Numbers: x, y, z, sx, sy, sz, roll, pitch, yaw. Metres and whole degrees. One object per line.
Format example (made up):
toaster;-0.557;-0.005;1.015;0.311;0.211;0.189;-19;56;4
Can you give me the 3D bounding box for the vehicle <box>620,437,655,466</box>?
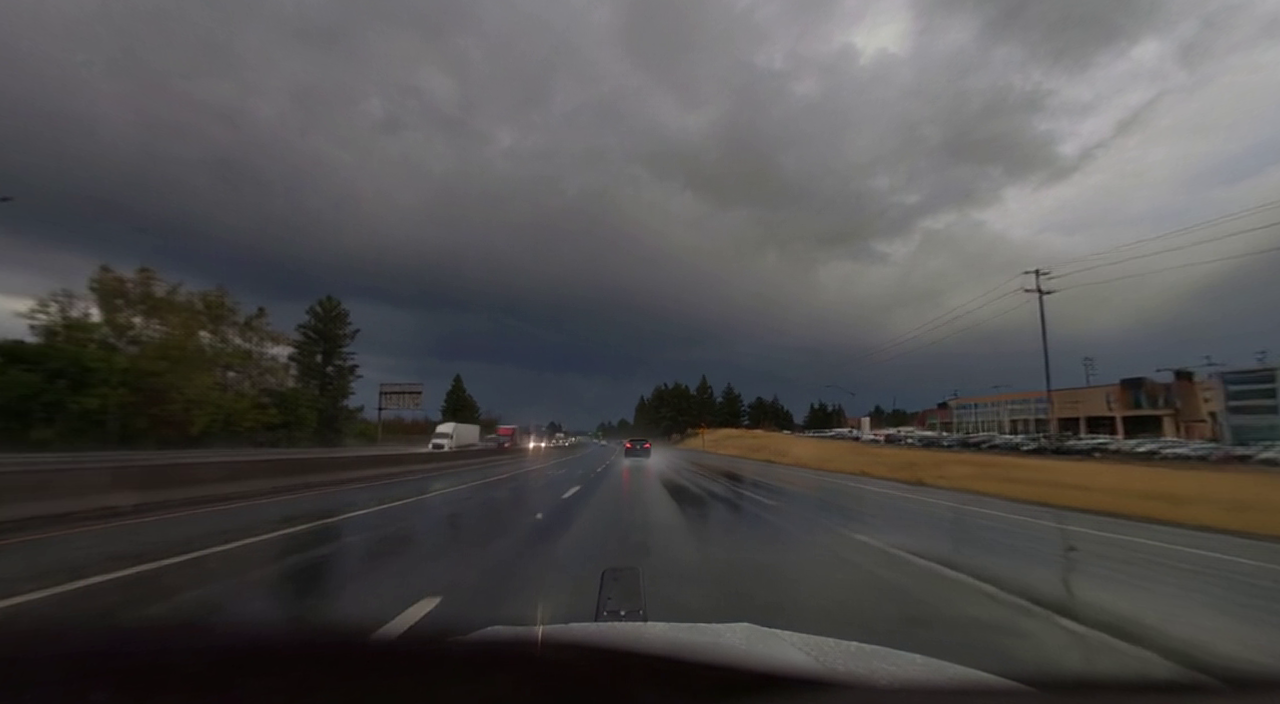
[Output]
vehicle;-0.184;6.028;38.322;2.029;1.666;4.064;0;-8;-1
